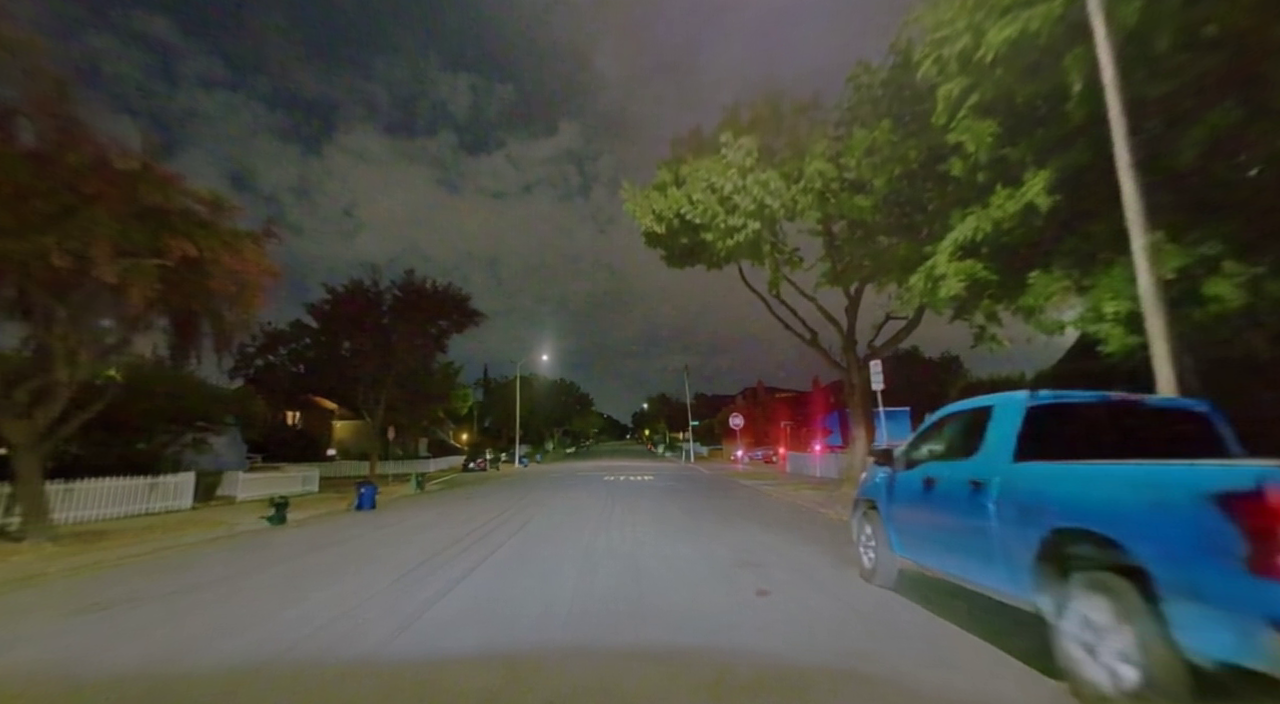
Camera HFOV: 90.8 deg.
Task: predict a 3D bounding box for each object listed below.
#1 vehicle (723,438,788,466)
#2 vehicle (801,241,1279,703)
[{"bbox_3d":[7.573,6.583,41.650,3.867,1.710,2.107,0,-8,0],"label":"vehicle"},{"bbox_3d":[2.707,0.945,3.888,2.126,1.795,4.751,0,-8,-1],"label":"vehicle"}]
